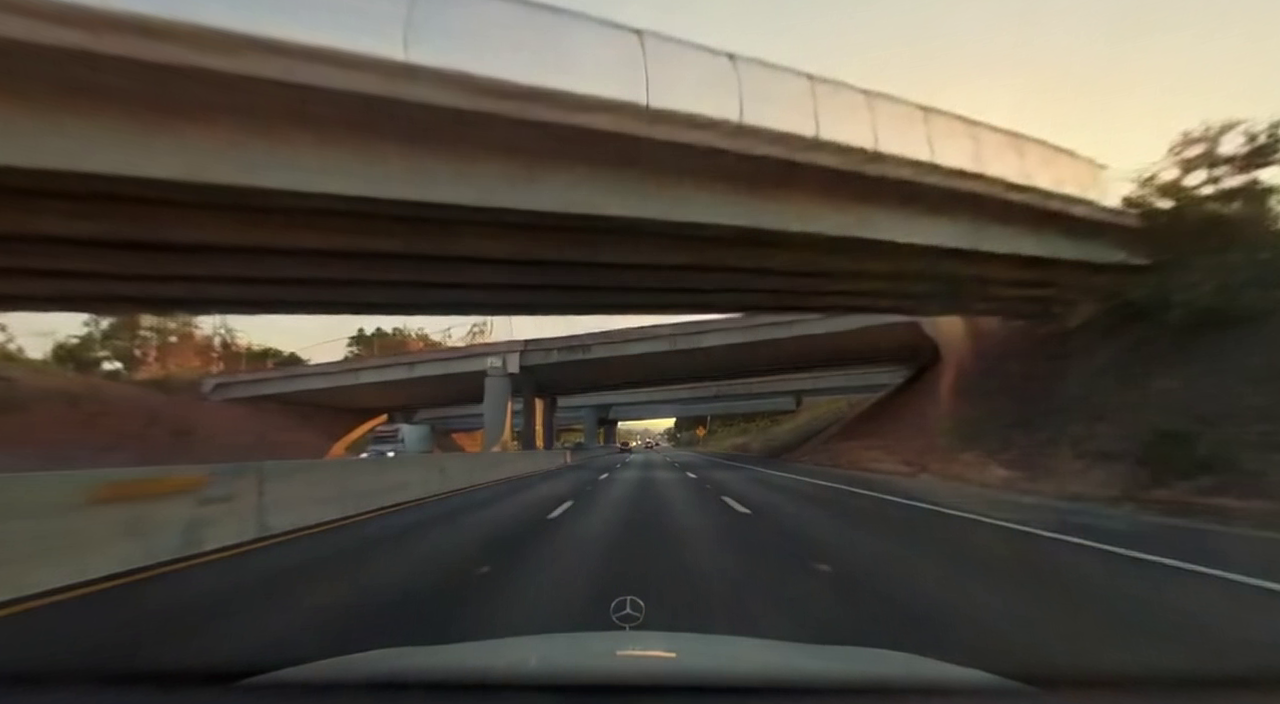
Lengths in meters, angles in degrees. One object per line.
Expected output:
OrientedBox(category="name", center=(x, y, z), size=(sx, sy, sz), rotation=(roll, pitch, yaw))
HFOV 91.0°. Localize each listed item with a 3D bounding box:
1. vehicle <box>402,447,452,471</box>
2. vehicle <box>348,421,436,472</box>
OrientedBox(category="vehicle", center=(-14.868, 7.462, 44.181), size=(1.845, 1.518, 4.506), rotation=(0, -8, 2))
OrientedBox(category="vehicle", center=(-18.763, 7.272, 48.468), size=(2.796, 3.508, 9.370), rotation=(0, -8, 1))
